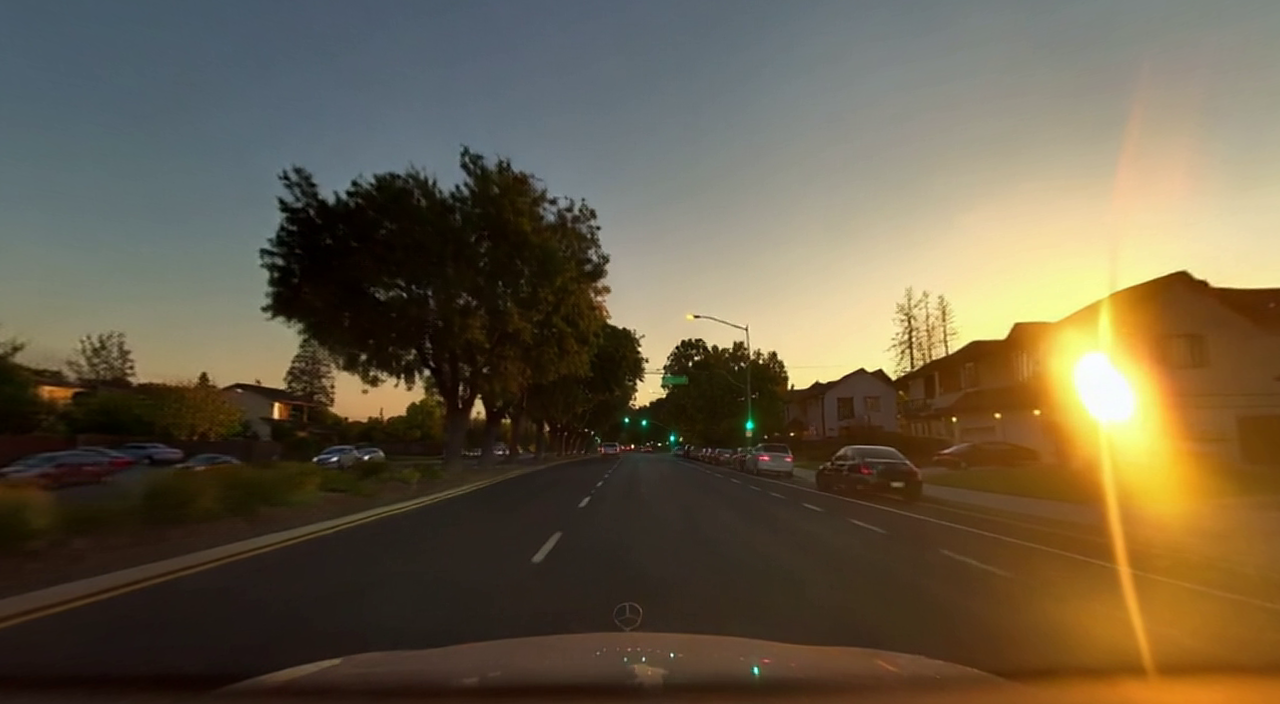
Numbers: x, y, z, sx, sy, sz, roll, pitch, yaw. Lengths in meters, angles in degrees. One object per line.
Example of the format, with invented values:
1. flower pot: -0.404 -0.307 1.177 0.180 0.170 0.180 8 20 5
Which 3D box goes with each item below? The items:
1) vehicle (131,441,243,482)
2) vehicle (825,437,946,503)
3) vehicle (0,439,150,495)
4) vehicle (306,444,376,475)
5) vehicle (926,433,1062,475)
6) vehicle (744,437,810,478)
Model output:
1. vehicle: -21.431 5.200 30.011 1.901 1.785 4.676 0 -9 -1
2. vehicle: 7.086 3.436 18.702 1.910 1.686 4.399 0 -9 2
3. vehicle: -21.367 4.251 23.612 1.990 1.844 4.902 0 -9 -2
4. vehicle: -20.873 7.467 44.085 2.196 1.854 5.677 -1 -7 -1
5. vehicle: 15.118 4.379 27.056 4.554 1.727 2.085 0 -9 3
6. vehicle: 6.754 5.268 31.544 2.032 1.844 4.964 0 -9 -2
